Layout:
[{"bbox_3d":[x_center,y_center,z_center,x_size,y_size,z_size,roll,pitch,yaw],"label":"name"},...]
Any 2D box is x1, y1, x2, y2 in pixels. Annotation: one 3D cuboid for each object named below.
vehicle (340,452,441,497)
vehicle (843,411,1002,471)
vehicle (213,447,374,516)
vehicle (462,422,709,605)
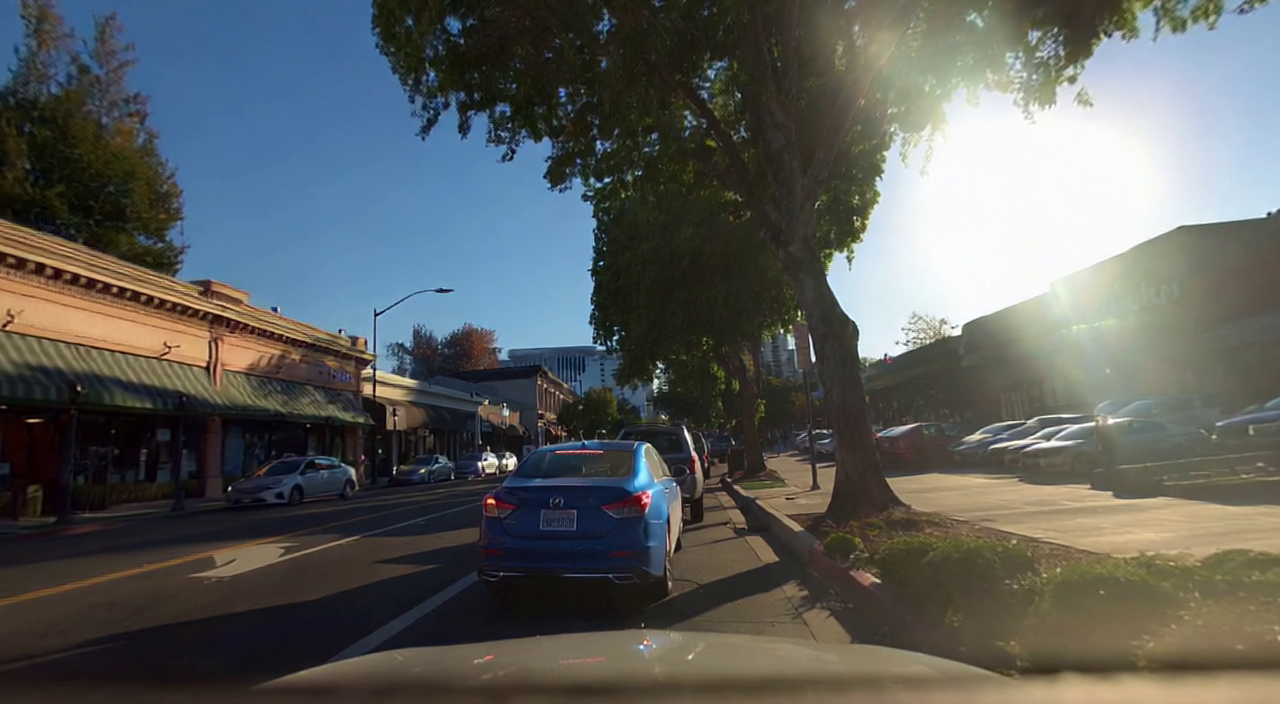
[{"bbox_3d":[-10.258,5.034,26.284,1.826,1.432,4.556,-7,-9,8],"label":"vehicle"},{"bbox_3d":[9.062,2.831,20.249,4.558,1.528,1.915,-1,-8,-23],"label":"vehicle"},{"bbox_3d":[-11.007,4.070,20.592,2.081,1.718,5.342,-6,-9,3],"label":"vehicle"},{"bbox_3d":[-0.274,1.634,7.304,1.939,1.478,3.922,-2,-8,9],"label":"vehicle"}]
